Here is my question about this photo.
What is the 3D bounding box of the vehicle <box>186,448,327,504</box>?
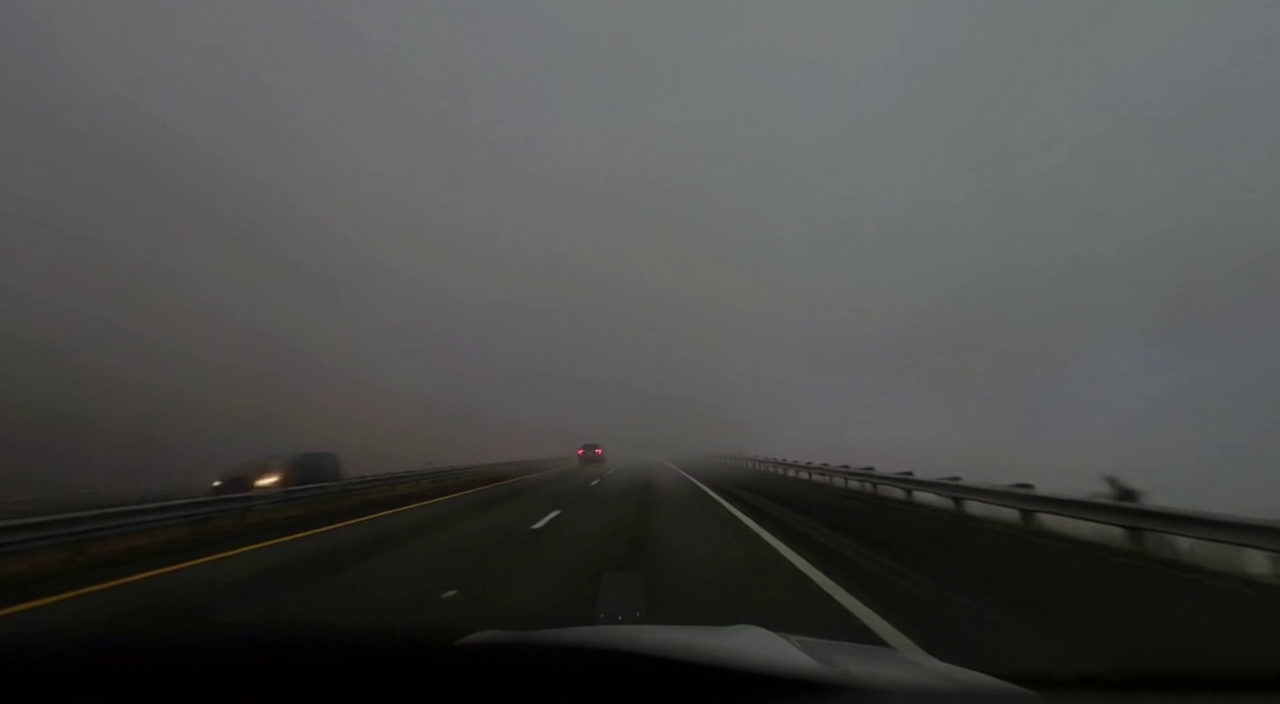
[{"bbox_3d":[-12.603,4.081,21.077,1.937,1.655,4.304,0,-9,1],"label":"vehicle"}]

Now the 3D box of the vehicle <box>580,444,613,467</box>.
[{"bbox_3d":[-3.275,7.888,48.077,2.139,1.577,4.546,-2,-9,1],"label":"vehicle"}]
